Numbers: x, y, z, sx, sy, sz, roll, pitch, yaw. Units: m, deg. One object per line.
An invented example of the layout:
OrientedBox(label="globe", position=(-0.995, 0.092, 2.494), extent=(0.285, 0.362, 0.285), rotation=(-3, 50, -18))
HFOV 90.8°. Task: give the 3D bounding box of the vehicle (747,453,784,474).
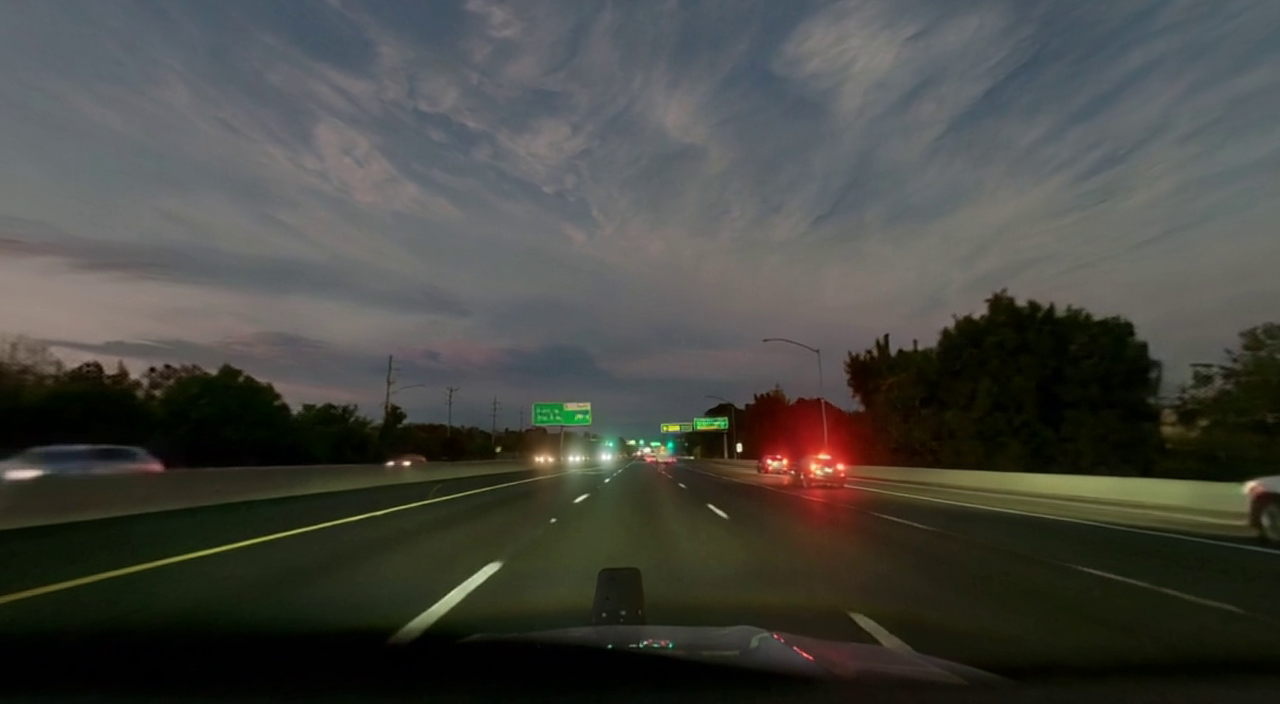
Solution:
OrientedBox(label="vehicle", position=(9.404, 8.387, 47.693), extent=(1.878, 1.509, 4.327), rotation=(0, -9, 0))

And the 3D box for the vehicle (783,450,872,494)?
OrientedBox(label="vehicle", position=(7.224, 4.648, 24.901), extent=(1.861, 1.500, 4.860), rotation=(0, -9, -2))
